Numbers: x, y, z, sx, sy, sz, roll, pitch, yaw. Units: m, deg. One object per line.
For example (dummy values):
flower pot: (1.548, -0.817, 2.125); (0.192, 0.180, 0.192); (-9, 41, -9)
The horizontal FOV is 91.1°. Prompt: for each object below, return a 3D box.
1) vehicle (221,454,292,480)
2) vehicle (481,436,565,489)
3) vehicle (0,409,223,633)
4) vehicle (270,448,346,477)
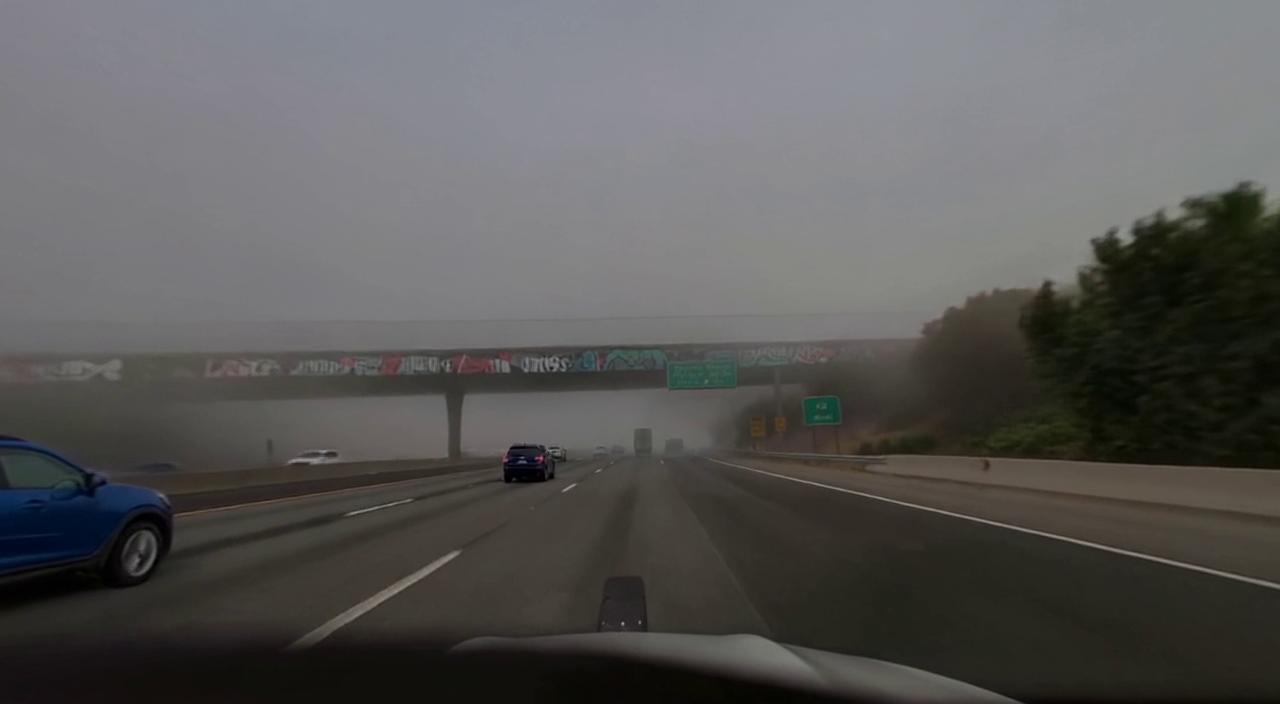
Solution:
vehicle: (-24.902, 7.462, 40.979); (1.869, 1.499, 4.328); (0, -9, 0)
vehicle: (-4.094, 3.947, 22.770); (2.154, 1.693, 4.394); (0, -9, 0)
vehicle: (-5.729, 1.322, 5.100); (1.969, 1.633, 3.962); (0, -9, -1)
vehicle: (-21.020, 6.995, 39.980); (2.067, 1.676, 5.001); (0, -9, 0)
